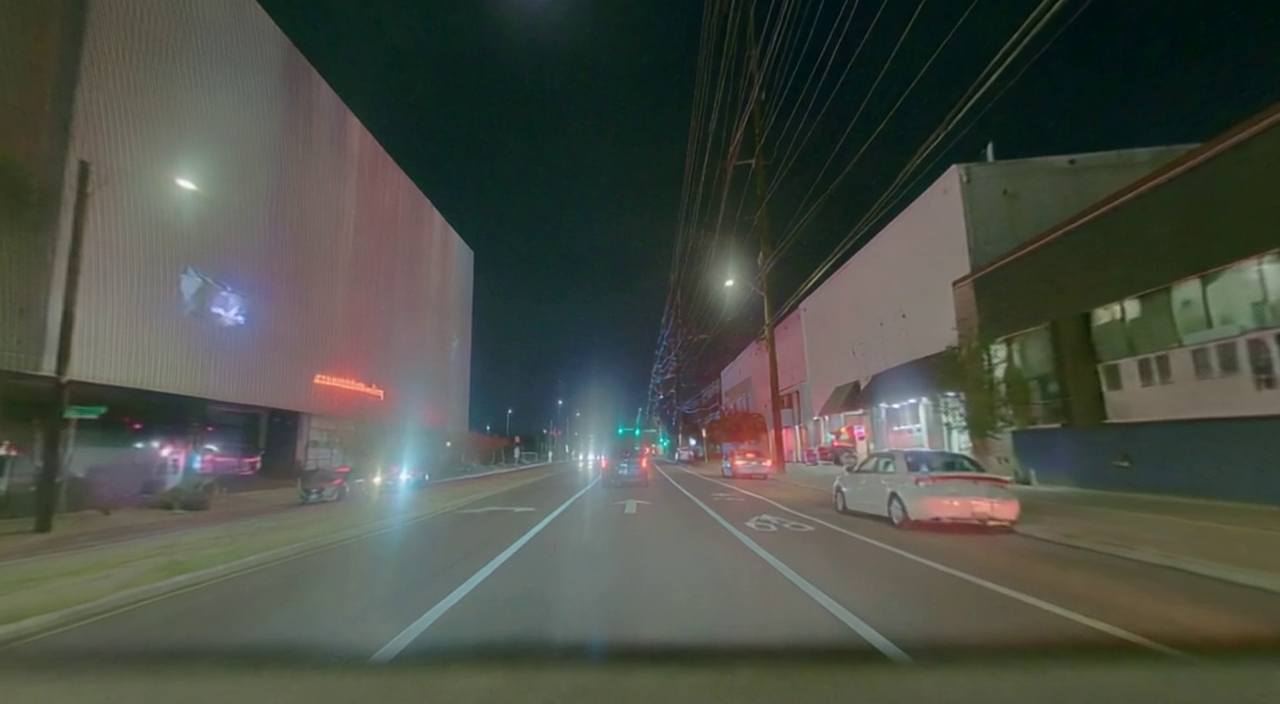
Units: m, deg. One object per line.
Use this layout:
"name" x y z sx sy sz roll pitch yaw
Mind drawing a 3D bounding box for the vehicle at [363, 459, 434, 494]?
"vehicle" -11.648 6.020 30.817 1.817 1.480 4.282 0 -9 0

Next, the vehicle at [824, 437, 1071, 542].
"vehicle" 5.062 2.329 11.344 1.987 1.459 4.677 0 -9 -1

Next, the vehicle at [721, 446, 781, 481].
"vehicle" 5.098 5.195 29.673 1.937 1.523 4.541 0 -9 -1

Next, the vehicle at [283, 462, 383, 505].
"vehicle" -11.836 5.062 24.691 1.828 1.457 4.371 0 -9 -2

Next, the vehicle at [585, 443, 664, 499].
"vehicle" -0.436 3.533 19.018 2.116 1.479 3.980 0 -9 -1
